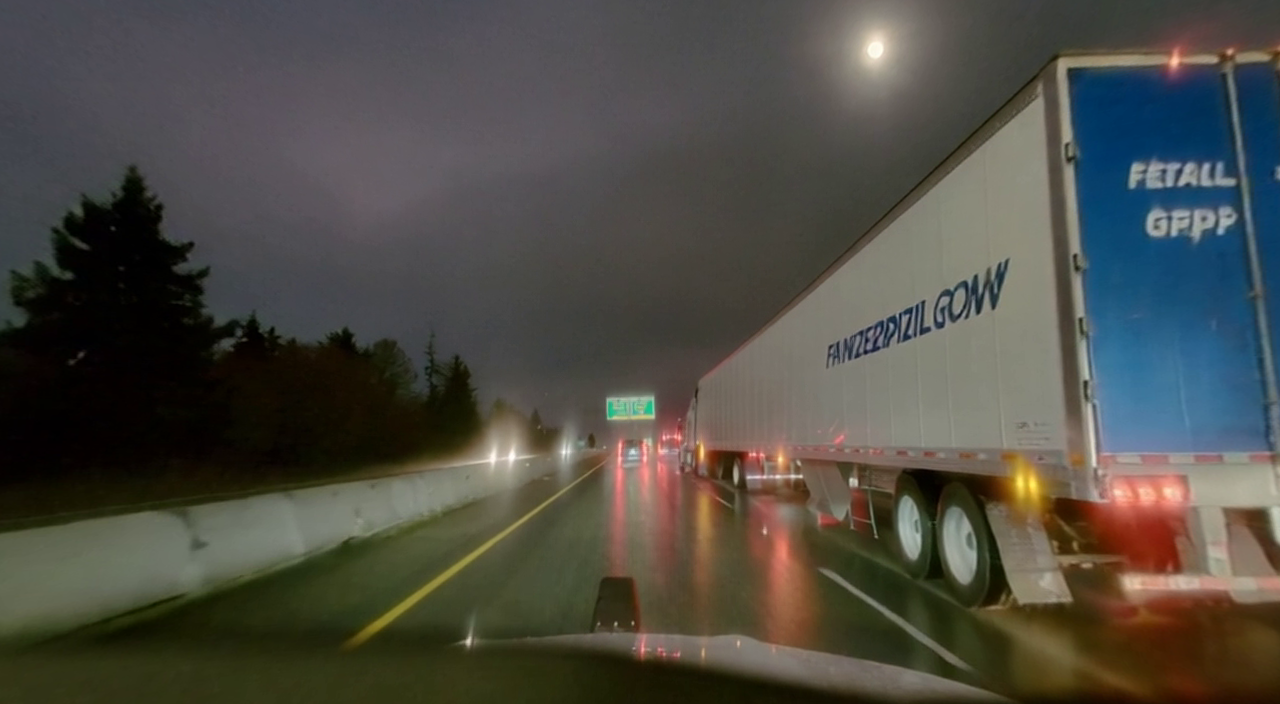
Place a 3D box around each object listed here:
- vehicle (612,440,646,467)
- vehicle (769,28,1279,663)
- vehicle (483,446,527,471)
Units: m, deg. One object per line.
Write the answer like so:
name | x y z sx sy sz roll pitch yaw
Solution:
vehicle | -0.662 6.023 37.487 1.943 1.491 3.459 0 -8 -2
vehicle | 4.244 0.439 8.518 2.853 4.086 9.078 0 -8 -1
vehicle | -8.842 6.990 41.656 1.986 1.522 4.181 -1 -8 0
